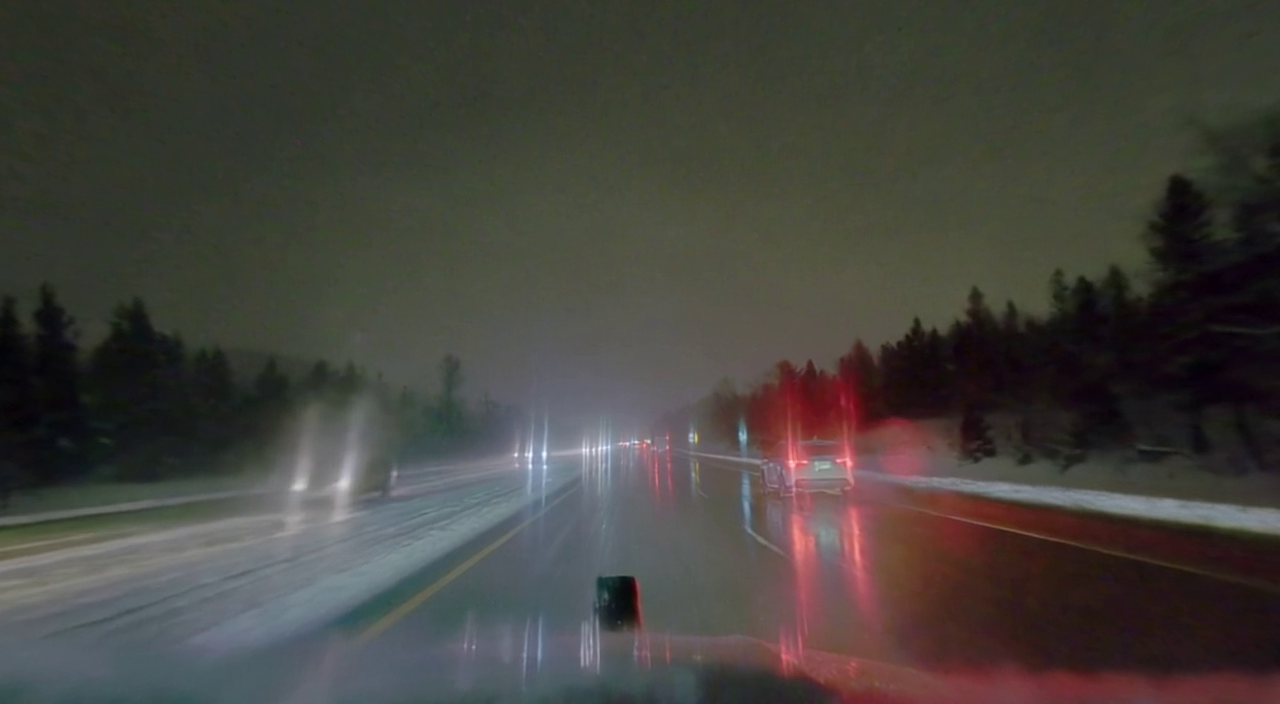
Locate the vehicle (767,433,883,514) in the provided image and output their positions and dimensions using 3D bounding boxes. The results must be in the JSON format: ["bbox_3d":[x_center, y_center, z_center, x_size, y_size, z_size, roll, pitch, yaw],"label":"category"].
[{"bbox_3d":[4.038,2.699,14.410,2.001,1.555,4.098,-2,-9,9],"label":"vehicle"}]

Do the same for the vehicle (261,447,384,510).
[{"bbox_3d":[-9.176,3.651,18.551,1.956,1.583,4.227,1,-9,-9],"label":"vehicle"}]
